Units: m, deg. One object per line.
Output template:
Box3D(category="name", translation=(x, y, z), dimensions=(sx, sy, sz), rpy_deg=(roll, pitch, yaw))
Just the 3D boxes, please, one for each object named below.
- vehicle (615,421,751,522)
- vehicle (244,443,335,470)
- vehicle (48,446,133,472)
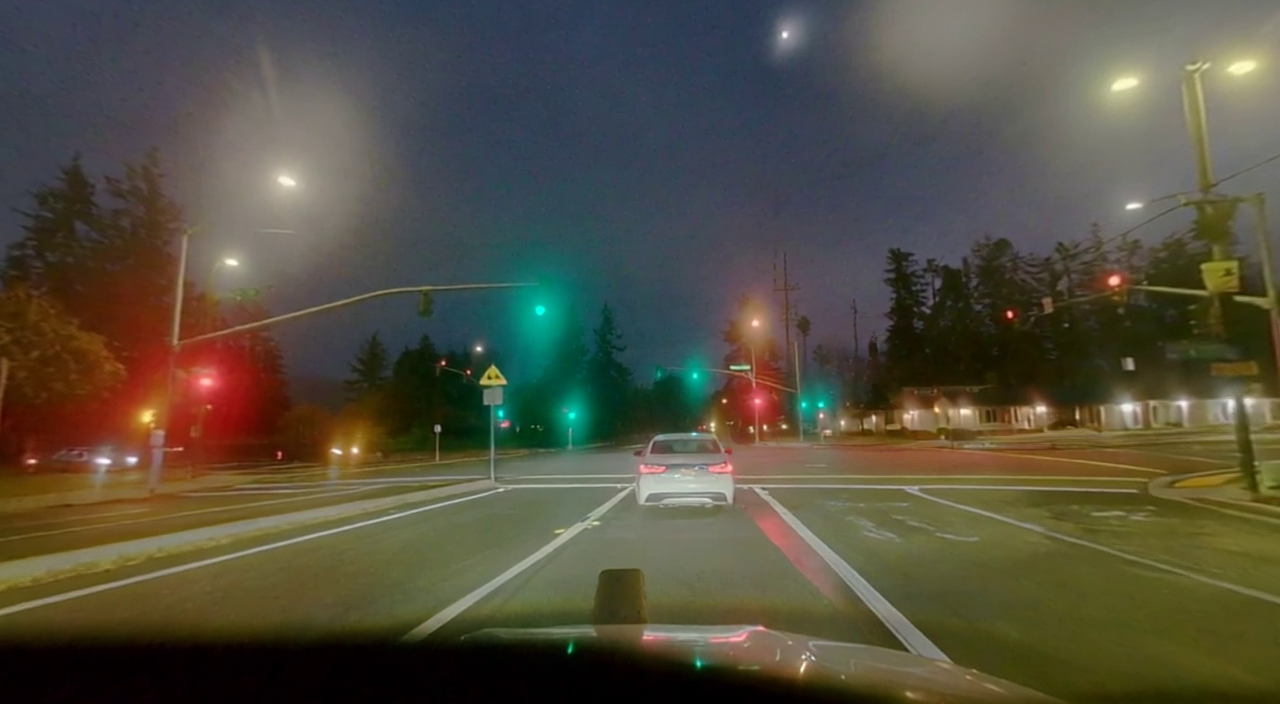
Box3D(category="vehicle", translation=(0.867, 2.255, 12.411), dimensions=(2.139, 1.564, 4.901), rpy_deg=(-1, -8, 5))
Box3D(category="vehicle", translation=(-20.774, 6.160, 37.217), dimensions=(4.735, 1.472, 1.932), rpy_deg=(-3, -9, 19))
Box3D(category="vehicle", translation=(-36.489, 7.080, 41.690), dimensions=(4.612, 1.673, 1.972), rpy_deg=(-3, -9, 17))
